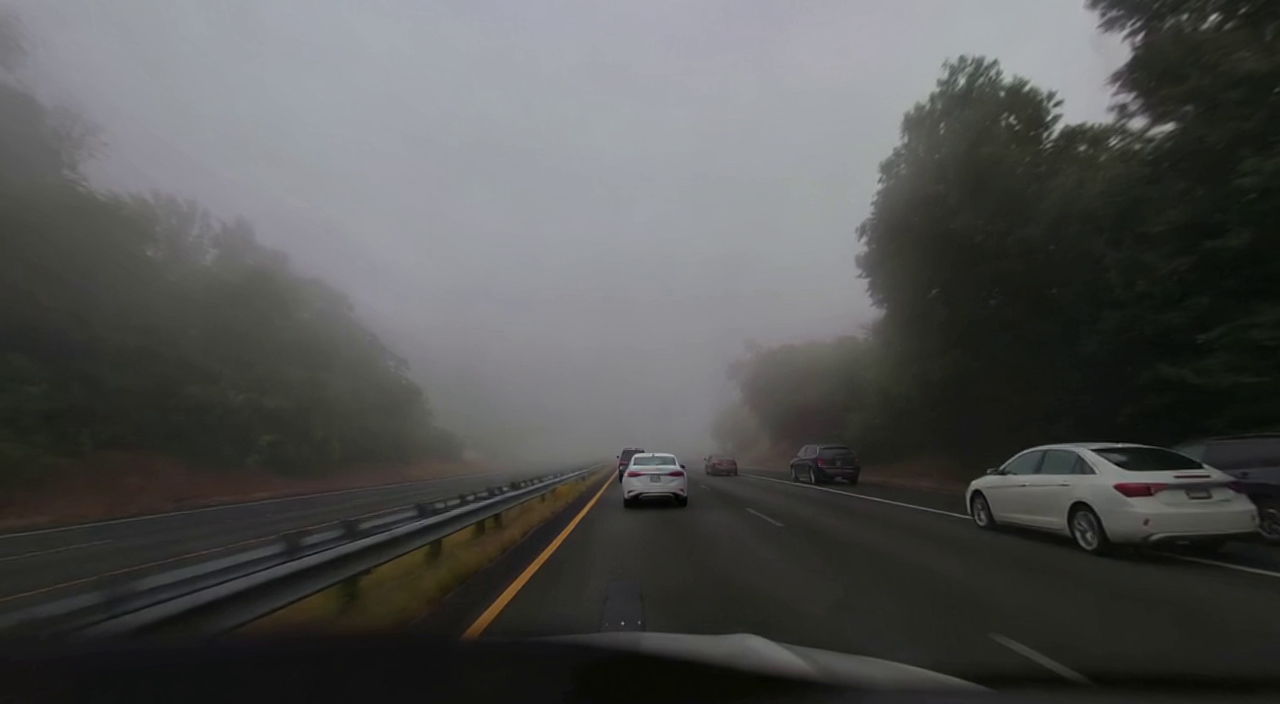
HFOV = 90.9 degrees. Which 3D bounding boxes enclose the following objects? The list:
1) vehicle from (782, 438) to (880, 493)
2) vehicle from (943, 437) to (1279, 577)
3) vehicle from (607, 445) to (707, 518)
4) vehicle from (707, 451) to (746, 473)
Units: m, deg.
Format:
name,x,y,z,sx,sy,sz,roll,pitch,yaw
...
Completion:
name,x,y,z,sx,sy,sz,roll,pitch,yaw
vehicle,6.534,3.937,22.067,1.980,1.702,4.235,0,-9,-2
vehicle,6.316,2.003,8.920,1.965,1.484,4.090,0,-9,0
vehicle,0.324,3.003,15.064,2.076,1.485,3.774,0,-9,-1
vehicle,6.112,7.779,44.791,1.921,1.451,3.841,0,-9,-5
